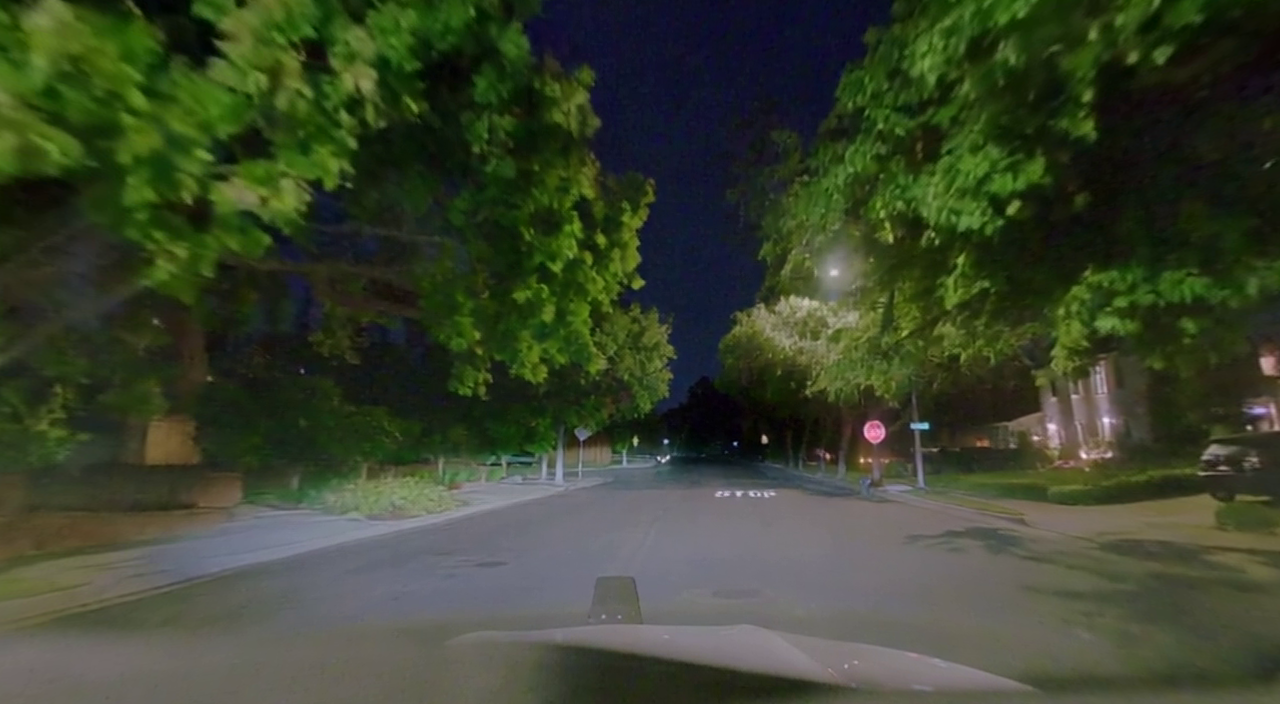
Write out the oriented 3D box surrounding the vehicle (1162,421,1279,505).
[{"bbox_3d":[13.823,2.247,13.092,4.589,1.526,2.133,1,-9,-13],"label":"vehicle"}]
